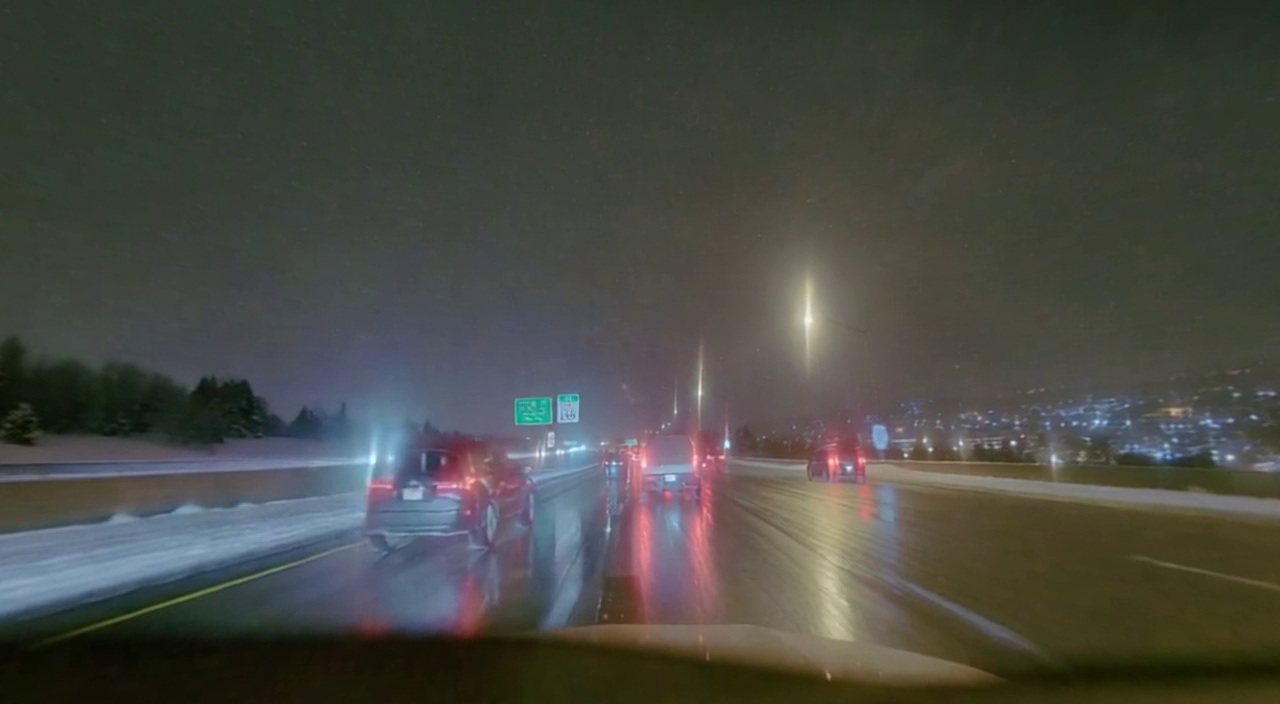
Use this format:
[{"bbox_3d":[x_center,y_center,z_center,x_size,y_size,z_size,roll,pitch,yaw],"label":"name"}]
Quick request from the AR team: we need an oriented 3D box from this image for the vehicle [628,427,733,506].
[{"bbox_3d":[1.075,3.456,19.449,2.732,2.065,5.826,0,-9,0],"label":"vehicle"}]

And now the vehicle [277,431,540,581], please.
[{"bbox_3d":[-2.904,2.019,9.082,2.099,1.640,4.134,0,-9,2],"label":"vehicle"}]

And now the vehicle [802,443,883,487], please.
[{"bbox_3d":[8.947,5.006,28.211,2.133,1.770,4.537,0,-9,0],"label":"vehicle"}]
